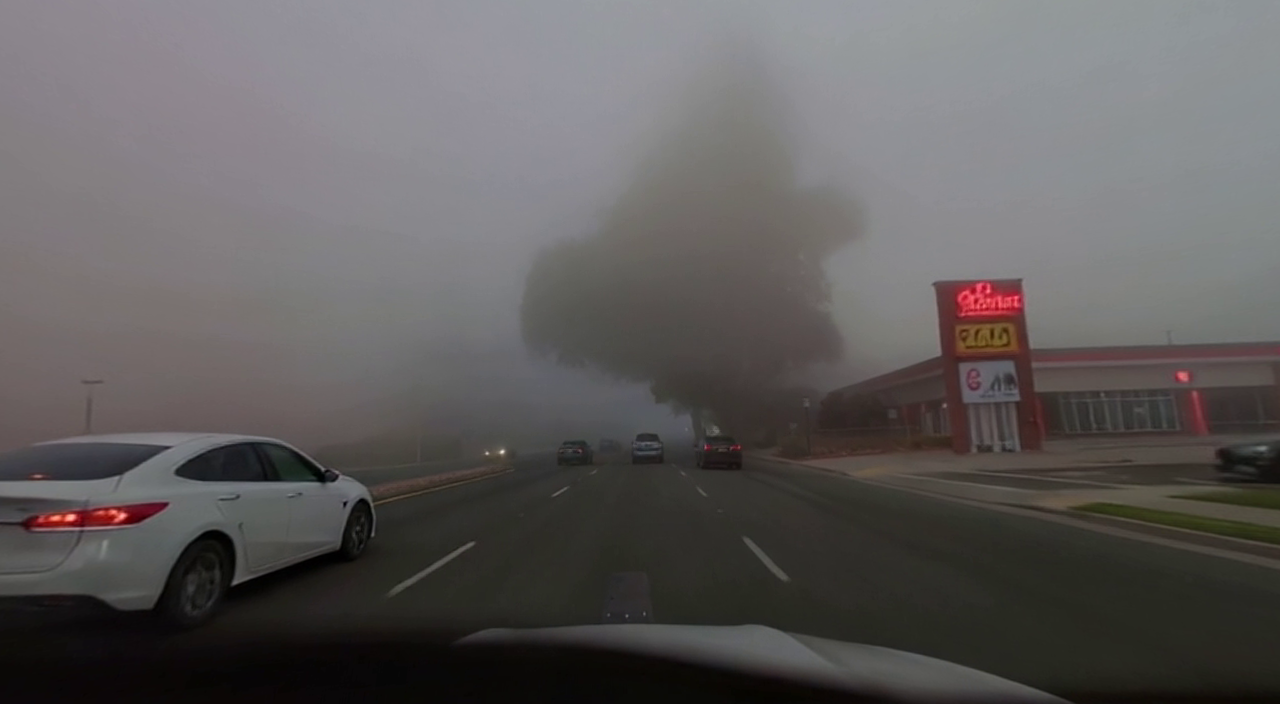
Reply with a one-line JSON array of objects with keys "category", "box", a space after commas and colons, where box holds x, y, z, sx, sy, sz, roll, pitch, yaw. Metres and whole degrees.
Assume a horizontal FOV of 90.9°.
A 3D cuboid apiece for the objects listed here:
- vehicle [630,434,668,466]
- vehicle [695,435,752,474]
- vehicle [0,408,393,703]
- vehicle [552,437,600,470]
[{"category": "vehicle", "box": [0.524, 5.984, 38.578, 2.193, 1.873, 4.033, 0, -8, 0]}, {"category": "vehicle", "box": [3.584, 4.471, 27.634, 1.922, 1.579, 3.642, 0, -8, -1]}, {"category": "vehicle", "box": [-3.921, 1.338, 5.225, 1.908, 1.481, 4.351, 0, -8, 1]}, {"category": "vehicle", "box": [-3.420, 5.520, 34.431, 2.026, 1.665, 4.193, 0, -8, 2]}]
